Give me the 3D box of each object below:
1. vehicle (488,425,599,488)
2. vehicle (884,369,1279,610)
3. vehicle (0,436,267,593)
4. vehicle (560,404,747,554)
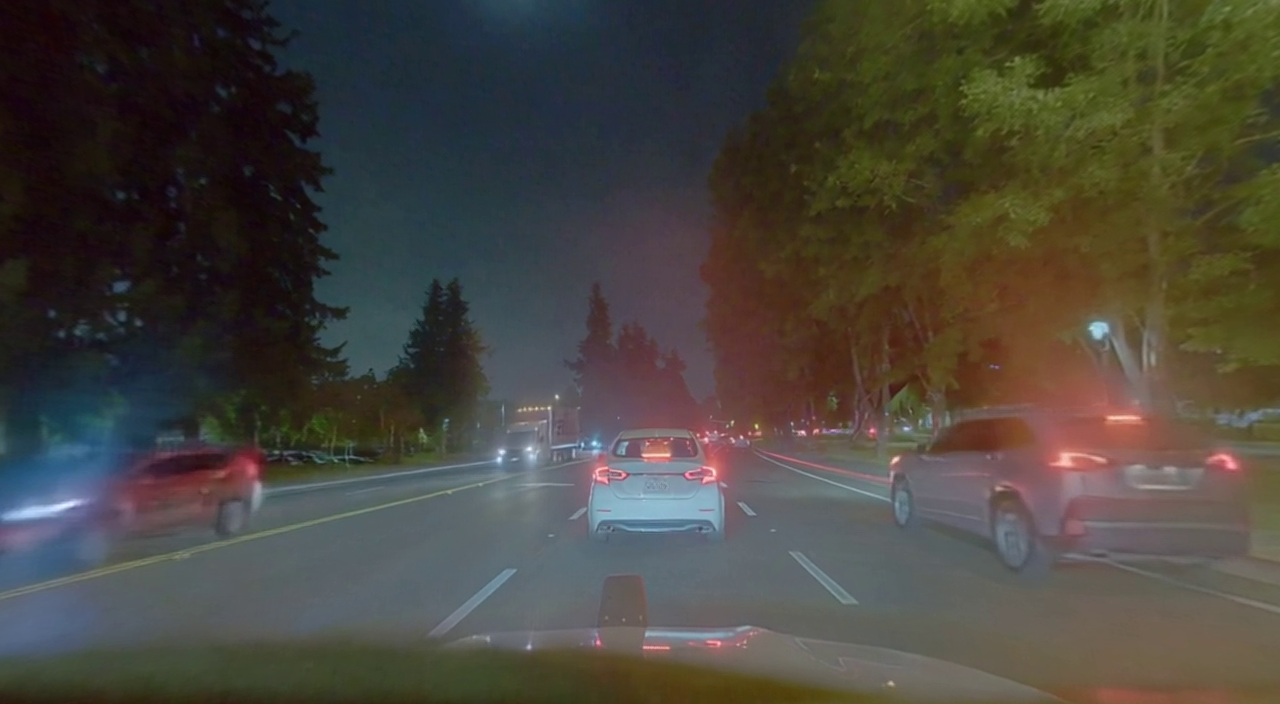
[{"bbox_3d":[-2.941,3.340,20.467,2.057,1.786,4.725,-2,-8,11],"label":"vehicle"},{"bbox_3d":[4.771,1.429,7.430,2.059,1.864,4.700,2,-8,2],"label":"vehicle"},{"bbox_3d":[-7.036,1.815,7.789,1.923,1.492,4.577,-1,-8,2],"label":"vehicle"},{"bbox_3d":[0.197,1.773,9.434,2.154,1.710,4.128,-1,-8,1],"label":"vehicle"}]
